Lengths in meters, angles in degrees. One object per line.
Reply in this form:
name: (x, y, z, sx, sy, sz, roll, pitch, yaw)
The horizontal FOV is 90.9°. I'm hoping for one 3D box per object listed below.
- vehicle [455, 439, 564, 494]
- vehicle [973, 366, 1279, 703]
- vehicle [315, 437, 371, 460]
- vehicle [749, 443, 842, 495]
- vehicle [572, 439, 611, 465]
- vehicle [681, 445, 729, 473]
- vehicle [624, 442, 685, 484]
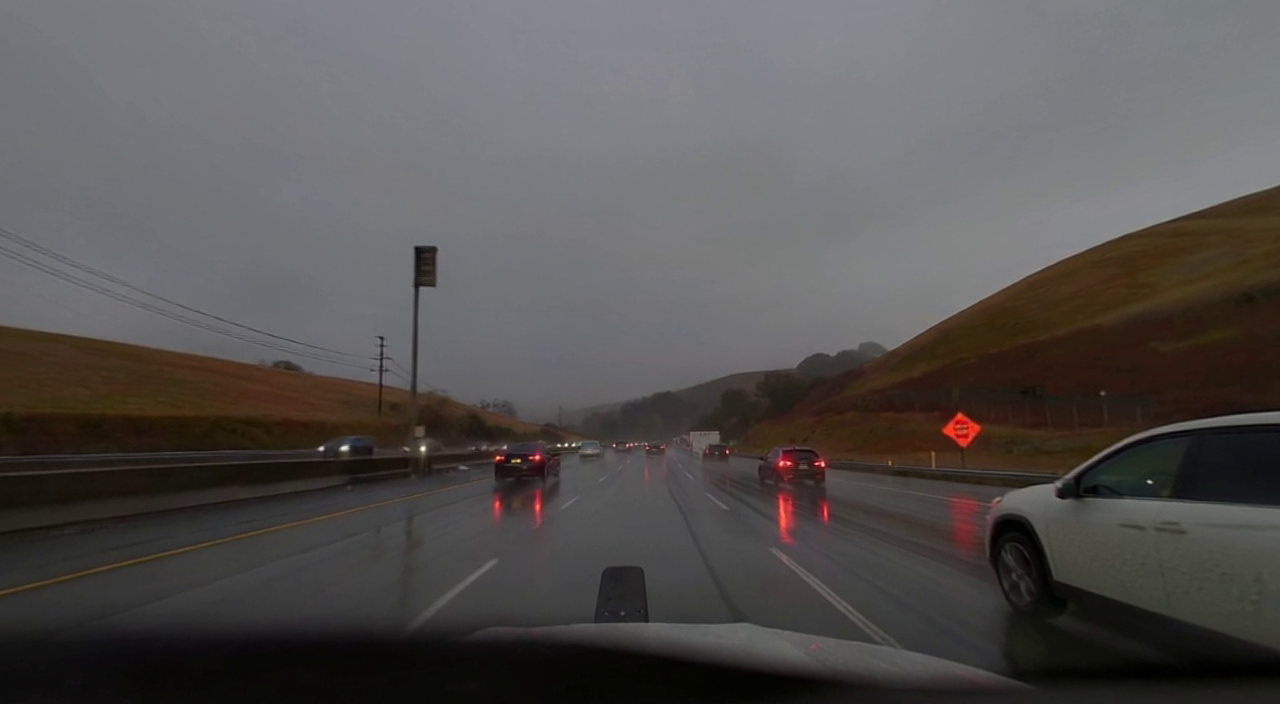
vehicle: (-3.698, 3.343, 18.774, 2.232, 1.438, 4.163, -1, -8, 2)
vehicle: (3.851, 0.924, 2.965, 2.018, 1.670, 4.658, 0, -8, 0)
vehicle: (-21.244, 6.915, 45.306, 1.976, 1.559, 3.997, -1, -8, 2)
vehicle: (4.857, 3.691, 20.329, 1.867, 1.465, 4.093, 0, -8, -1)
vehicle: (-3.275, 6.897, 43.537, 2.234, 1.675, 4.527, -1, -8, 1)
vehicle: (3.544, 5.953, 35.313, 2.177, 1.453, 4.205, 0, -8, -1)
vehicle: (0.537, 4.268, 24.606, 2.138, 1.473, 4.392, 0, -8, 1)
